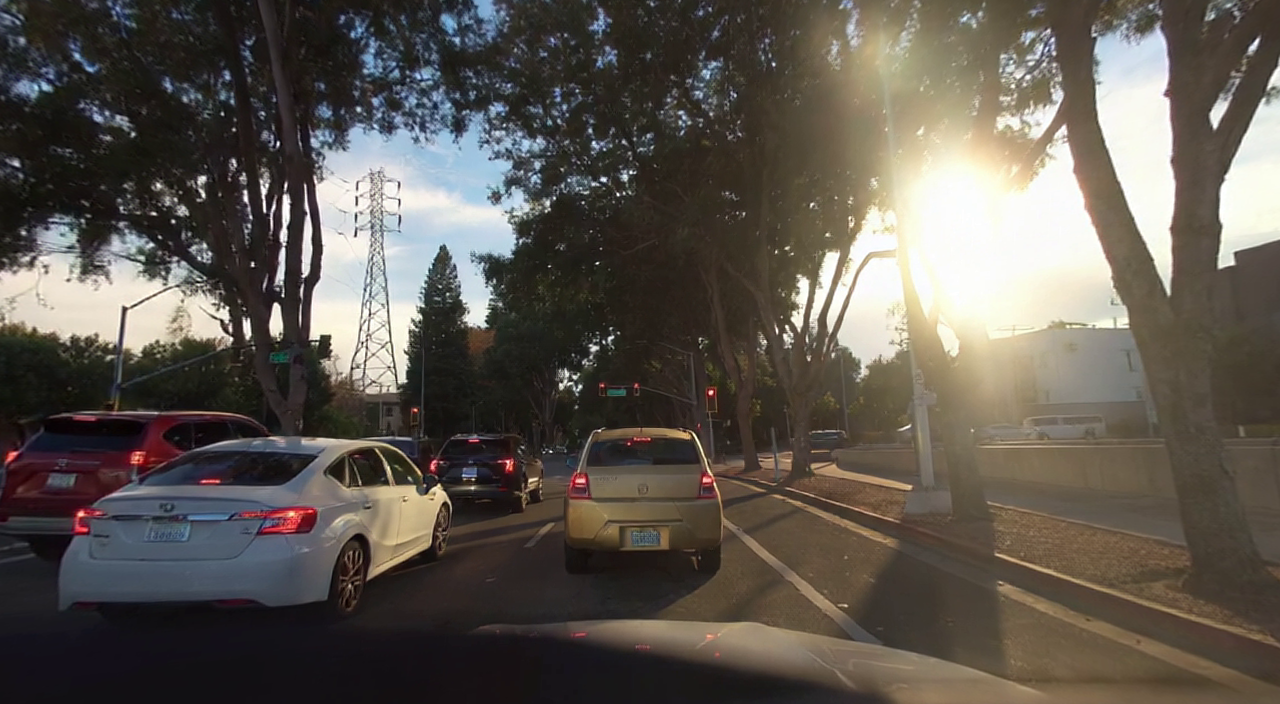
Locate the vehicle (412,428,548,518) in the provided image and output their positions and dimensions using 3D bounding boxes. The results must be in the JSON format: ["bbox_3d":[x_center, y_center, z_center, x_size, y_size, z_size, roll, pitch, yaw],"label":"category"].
[{"bbox_3d":[-3.255,2.525,13.672,1.997,1.636,3.760,0,-8,-1],"label":"vehicle"}]

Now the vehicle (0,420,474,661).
[{"bbox_3d":[-3.172,1.496,6.202,1.973,1.469,4.448,0,-8,-1],"label":"vehicle"}]

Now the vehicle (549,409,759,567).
[{"bbox_3d":[0.084,1.764,8.939,2.239,1.661,4.224,0,-8,-2],"label":"vehicle"}]

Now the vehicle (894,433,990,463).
[{"bbox_3d":[15.089,4.808,31.707,3.858,1.437,1.899,0,-8,-4],"label":"vehicle"}]
